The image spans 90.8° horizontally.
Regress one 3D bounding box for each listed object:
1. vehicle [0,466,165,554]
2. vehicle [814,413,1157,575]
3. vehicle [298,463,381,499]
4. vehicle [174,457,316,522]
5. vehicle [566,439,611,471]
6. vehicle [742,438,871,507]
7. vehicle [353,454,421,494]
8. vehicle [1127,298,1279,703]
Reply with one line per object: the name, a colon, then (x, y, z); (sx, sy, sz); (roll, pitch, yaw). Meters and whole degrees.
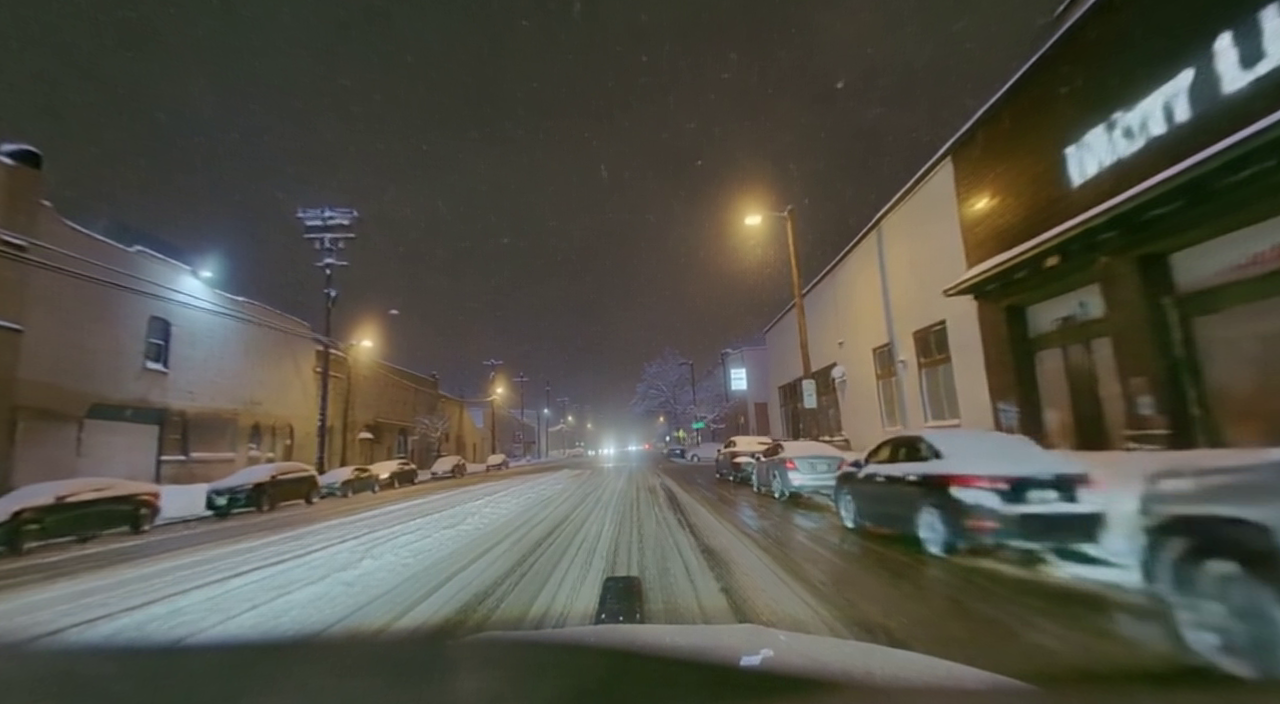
vehicle: (-15.164, 4.080, 16.547); (2.020, 1.695, 4.629); (-6, -7, -2)
vehicle: (3.936, 1.682, 8.190); (2.149, 1.563, 3.880); (0, -9, -1)
vehicle: (-15.170, 6.522, 32.191); (2.049, 1.496, 4.338); (-1, -8, 1)
vehicle: (-15.310, 5.297, 24.962); (2.124, 1.835, 5.450); (-6, -7, 0)
vehicle: (-3.211, 6.504, 40.080); (2.348, 1.831, 4.737); (0, -8, 1)
vehicle: (3.915, 2.915, 15.754); (1.862, 1.451, 4.544); (0, -9, -1)
vehicle: (-15.022, 7.211, 37.797); (2.081, 1.791, 4.799); (-6, -7, -1)
vehicle: (3.762, 0.423, 0.682); (2.180, 1.847, 5.196); (0, -9, -2)
